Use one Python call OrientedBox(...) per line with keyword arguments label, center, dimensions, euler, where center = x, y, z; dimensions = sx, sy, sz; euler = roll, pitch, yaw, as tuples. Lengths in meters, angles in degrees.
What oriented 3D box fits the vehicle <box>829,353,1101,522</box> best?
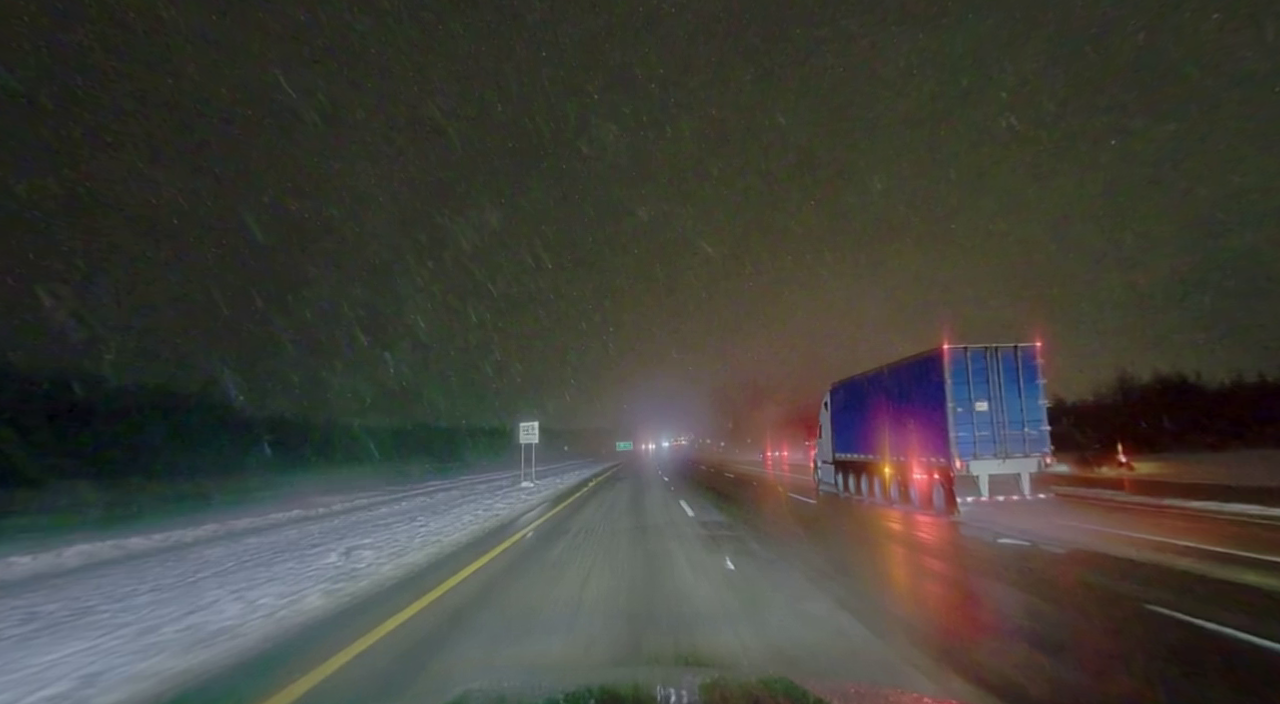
OrientedBox(label="vehicle", center=(7.265, 2.184, 15.741), dimensions=(2.690, 3.197, 7.515), euler=(0, -9, 0))
